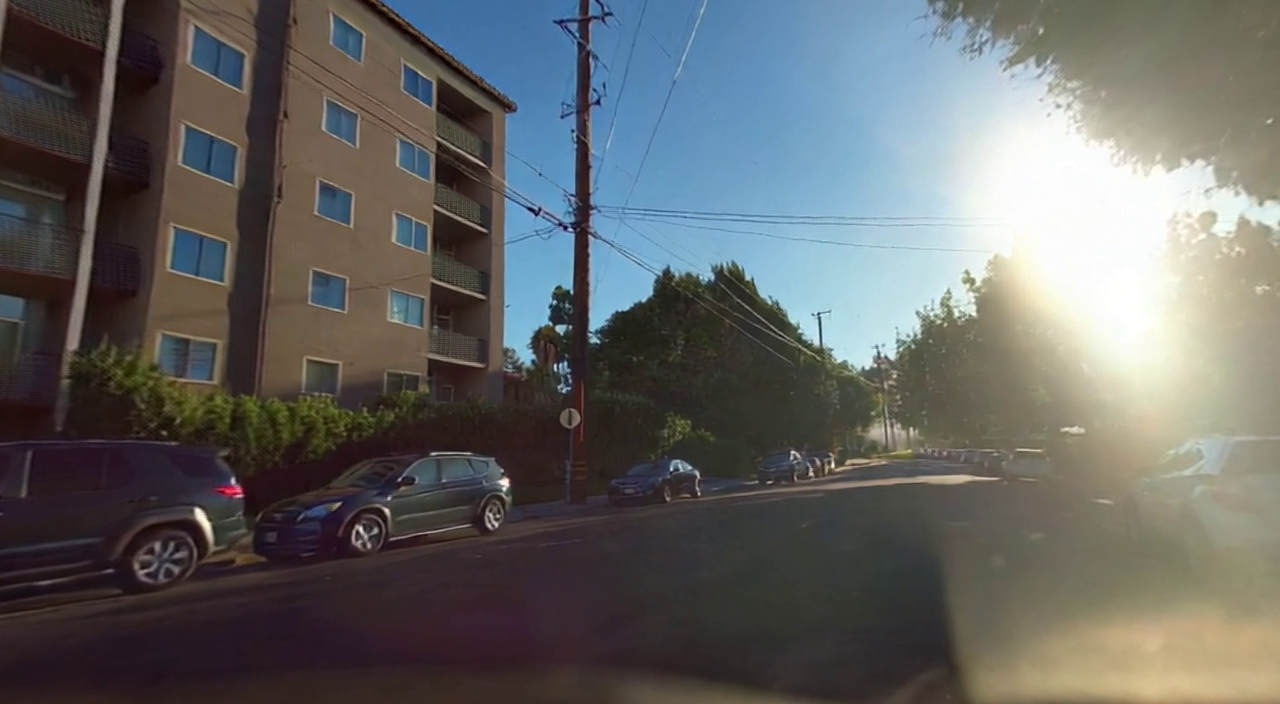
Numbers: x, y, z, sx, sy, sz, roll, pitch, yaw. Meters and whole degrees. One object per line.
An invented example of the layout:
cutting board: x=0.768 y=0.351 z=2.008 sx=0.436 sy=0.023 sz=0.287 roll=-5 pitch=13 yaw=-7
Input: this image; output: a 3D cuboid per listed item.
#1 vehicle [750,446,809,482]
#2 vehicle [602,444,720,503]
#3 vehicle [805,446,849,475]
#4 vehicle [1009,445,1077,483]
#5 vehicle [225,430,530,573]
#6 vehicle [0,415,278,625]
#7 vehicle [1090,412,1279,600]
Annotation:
vehicle: x=7.786 y=6.118 z=34.911 sx=2.011 sy=1.801 sz=4.676 roll=-4 pitch=-9 yaw=26
vehicle: x=0.841 y=4.149 z=21.433 sx=2.017 sy=1.582 sz=4.664 roll=-13 pitch=-16 yaw=26
vehicle: x=13.699 y=7.963 z=46.129 sx=1.953 sy=1.699 sz=4.234 roll=-11 pitch=-16 yaw=27
vehicle: x=17.568 y=4.845 z=27.722 sx=1.964 sy=1.515 sz=4.055 roll=-4 pitch=-9 yaw=26
vehicle: x=-4.141 y=2.450 z=10.853 sx=2.068 sy=1.745 sz=4.579 roll=-12 pitch=-13 yaw=23
vehicle: x=-6.579 y=1.697 z=6.144 sx=1.973 sy=1.848 sz=5.100 roll=-13 pitch=-13 yaw=23
vehicle: x=7.216 y=1.654 z=7.527 sx=2.180 sy=1.677 sz=4.432 roll=-4 pitch=-9 yaw=25
